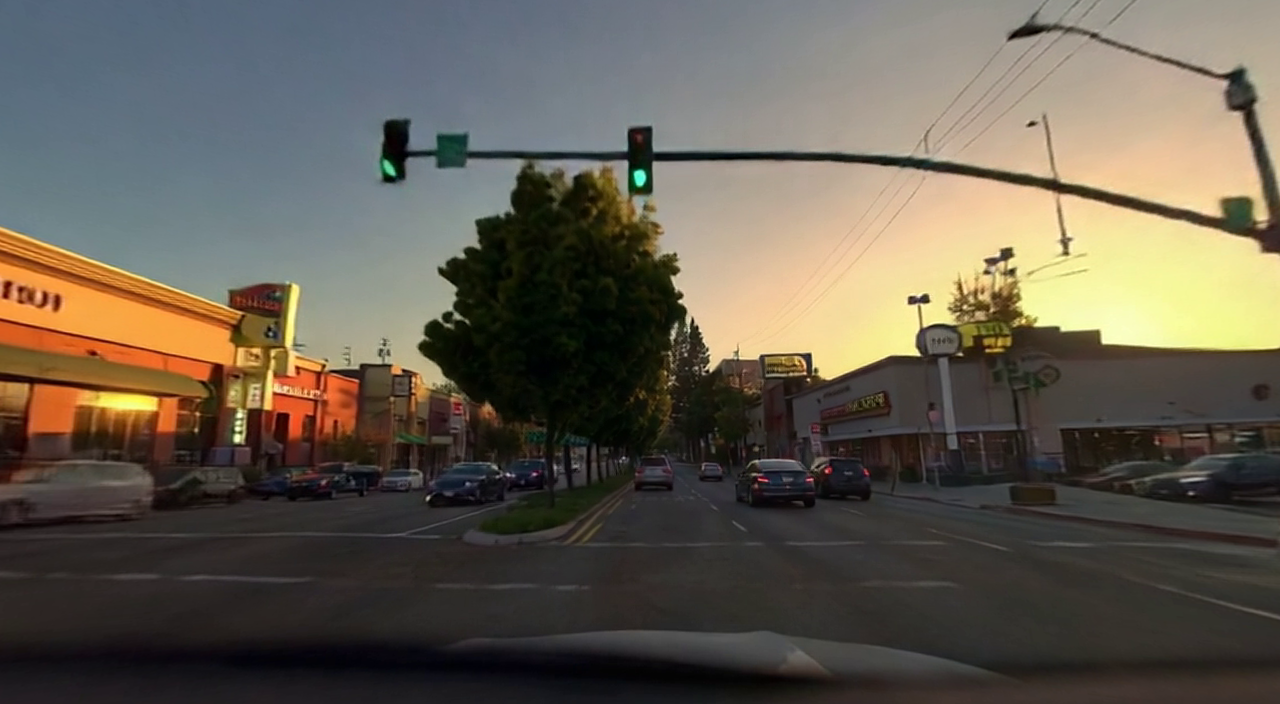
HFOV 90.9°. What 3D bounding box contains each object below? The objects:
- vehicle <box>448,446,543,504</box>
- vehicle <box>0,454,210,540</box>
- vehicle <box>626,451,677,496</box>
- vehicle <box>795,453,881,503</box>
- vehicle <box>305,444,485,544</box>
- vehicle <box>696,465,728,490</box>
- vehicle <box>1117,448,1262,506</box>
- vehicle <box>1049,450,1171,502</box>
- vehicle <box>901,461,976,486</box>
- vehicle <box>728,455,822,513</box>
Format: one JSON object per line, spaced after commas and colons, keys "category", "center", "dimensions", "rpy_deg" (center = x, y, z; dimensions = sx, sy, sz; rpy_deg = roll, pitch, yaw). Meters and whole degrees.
{"category": "vehicle", "center": [-4.862, 4.176, 21.884], "dimensions": [2.180, 1.646, 4.467], "rpy_deg": [-3, -8, 0]}
{"category": "vehicle", "center": [-11.841, 3.000, 13.732], "dimensions": [1.839, 1.491, 4.360], "rpy_deg": [0, -8, 1]}
{"category": "vehicle", "center": [0.581, 5.612, 29.498], "dimensions": [2.210, 1.861, 4.280], "rpy_deg": [0, -8, 2]}
{"category": "vehicle", "center": [7.767, 4.940, 25.241], "dimensions": [2.040, 1.738, 4.414], "rpy_deg": [0, -8, 1]}
{"category": "vehicle", "center": [-4.931, 2.860, 13.519], "dimensions": [2.041, 1.494, 4.647], "rpy_deg": [-2, -6, 0]}
{"category": "vehicle", "center": [5.553, 9.730, 49.214], "dimensions": [2.036, 1.719, 4.318], "rpy_deg": [0, -8, 1]}
{"category": "vehicle", "center": [16.031, 3.528, 18.311], "dimensions": [4.964, 1.453, 2.184], "rpy_deg": [7, -11, -38]}
{"category": "vehicle", "center": [16.687, 4.290, 22.323], "dimensions": [4.595, 1.523, 2.293], "rpy_deg": [6, -10, -39]}
{"category": "vehicle", "center": [23.140, 9.415, 48.963], "dimensions": [4.718, 1.628, 2.008], "rpy_deg": [-4, -9, 6]}
{"category": "vehicle", "center": [3.966, 3.935, 19.332], "dimensions": [1.963, 1.484, 4.609], "rpy_deg": [0, -8, 1]}
